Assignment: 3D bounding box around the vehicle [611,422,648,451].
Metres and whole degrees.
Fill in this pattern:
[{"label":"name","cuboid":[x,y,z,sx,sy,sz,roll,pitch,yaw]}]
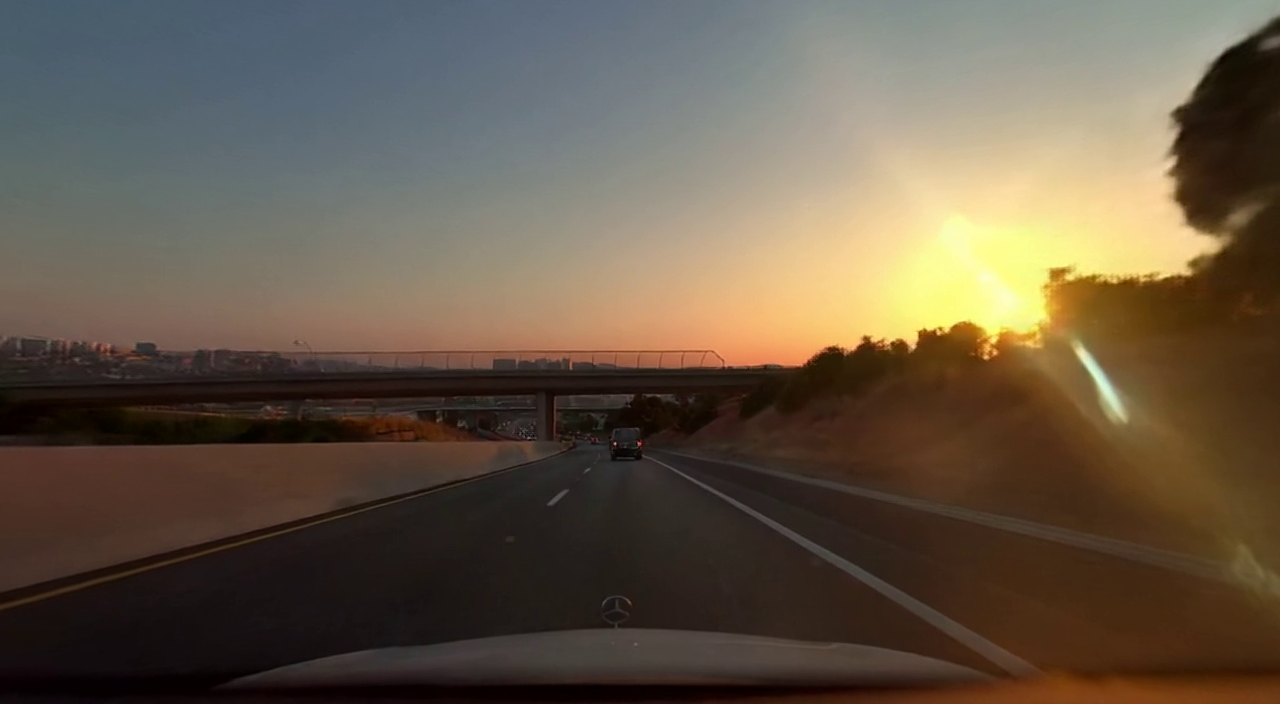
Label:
[{"label":"vehicle","cuboid":[-0.737,5.314,39.345,2.157,1.647,4.524,0,-8,-3]}]
